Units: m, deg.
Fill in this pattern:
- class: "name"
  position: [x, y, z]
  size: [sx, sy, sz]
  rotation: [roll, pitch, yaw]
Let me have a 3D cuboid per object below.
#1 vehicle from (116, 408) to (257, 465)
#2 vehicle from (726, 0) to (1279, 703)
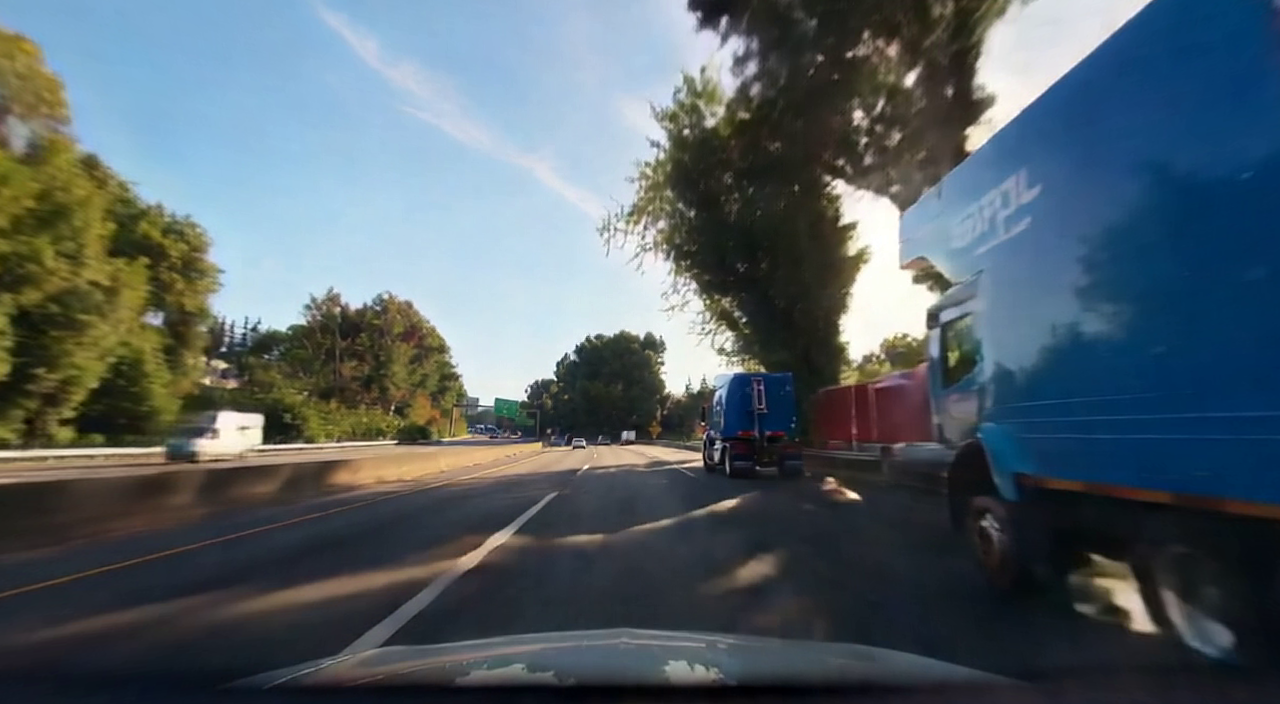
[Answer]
- class: "vehicle"
  position: [-19.131, 3.630, 26.994]
  size: [2.407, 2.215, 4.980]
  rotation: [0, -8, -2]
- class: "vehicle"
  position: [3.803, 0.483, 8.743]
  size: [2.910, 4.051, 14.278]
  rotation: [0, -8, -1]
